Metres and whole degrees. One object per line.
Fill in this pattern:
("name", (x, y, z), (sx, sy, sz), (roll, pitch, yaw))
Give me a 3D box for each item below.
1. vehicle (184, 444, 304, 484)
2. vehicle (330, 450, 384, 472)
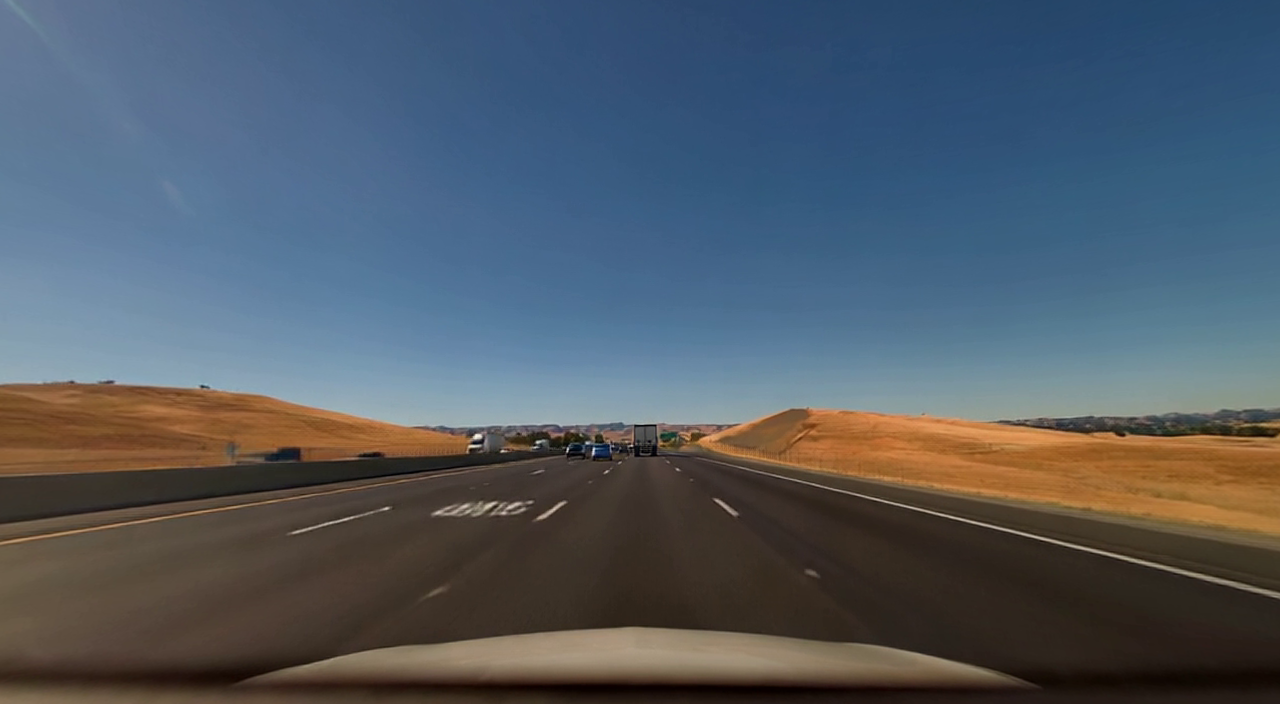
("vehicle", (-17.319, 4.902, 27.964), (2.093, 1.576, 4.894), (0, -8, 1))
("vehicle", (-20.979, 8.088, 46.995), (1.836, 1.438, 4.618), (0, -8, 1))
